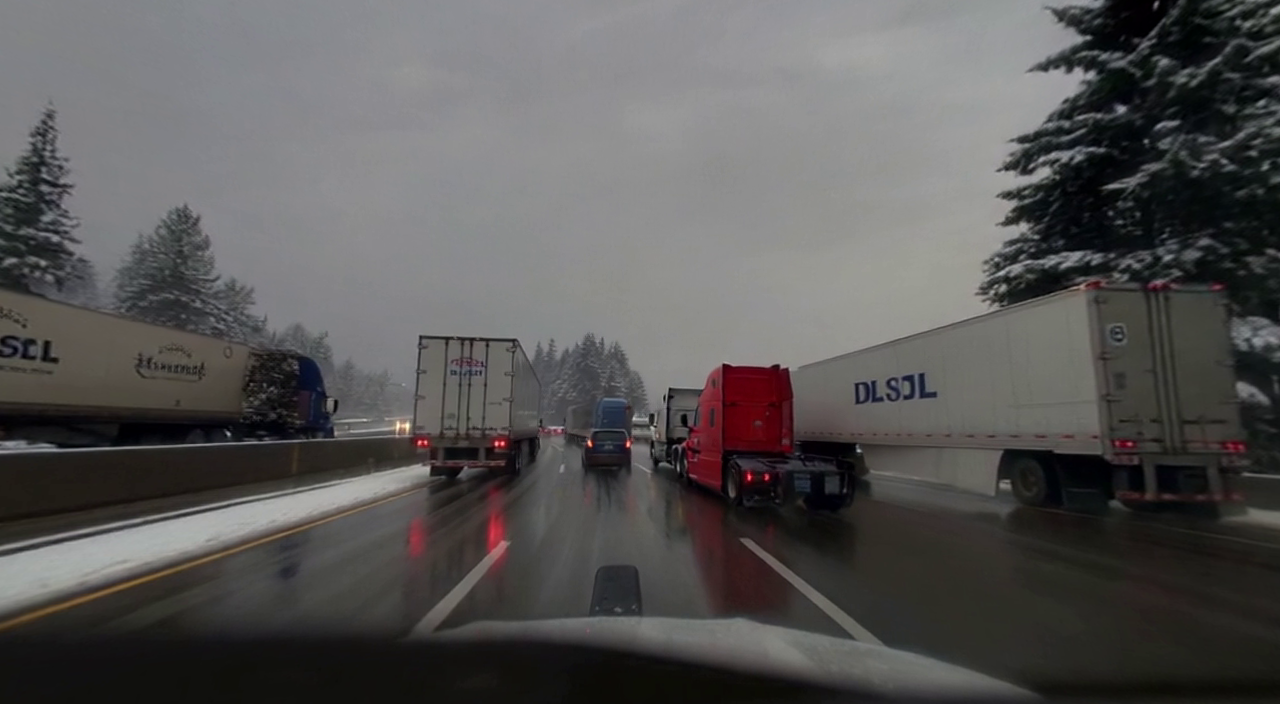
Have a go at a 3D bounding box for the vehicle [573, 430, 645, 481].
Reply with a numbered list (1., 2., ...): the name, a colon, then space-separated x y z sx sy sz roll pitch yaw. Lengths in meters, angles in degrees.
1. vehicle: -1.183 3.474 21.530 2.060 1.540 4.374 1 -8 -8

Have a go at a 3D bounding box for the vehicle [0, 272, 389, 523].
1. vehicle: -11.233 1.252 14.082 2.867 4.125 14.026 -2 -8 12

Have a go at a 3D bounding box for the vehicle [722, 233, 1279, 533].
1. vehicle: 7.070 1.250 14.965 2.820 4.084 13.786 4 -8 -27

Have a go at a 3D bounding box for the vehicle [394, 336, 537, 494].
1. vehicle: -4.909 2.075 19.637 2.822 3.788 8.799 1 -8 -6
